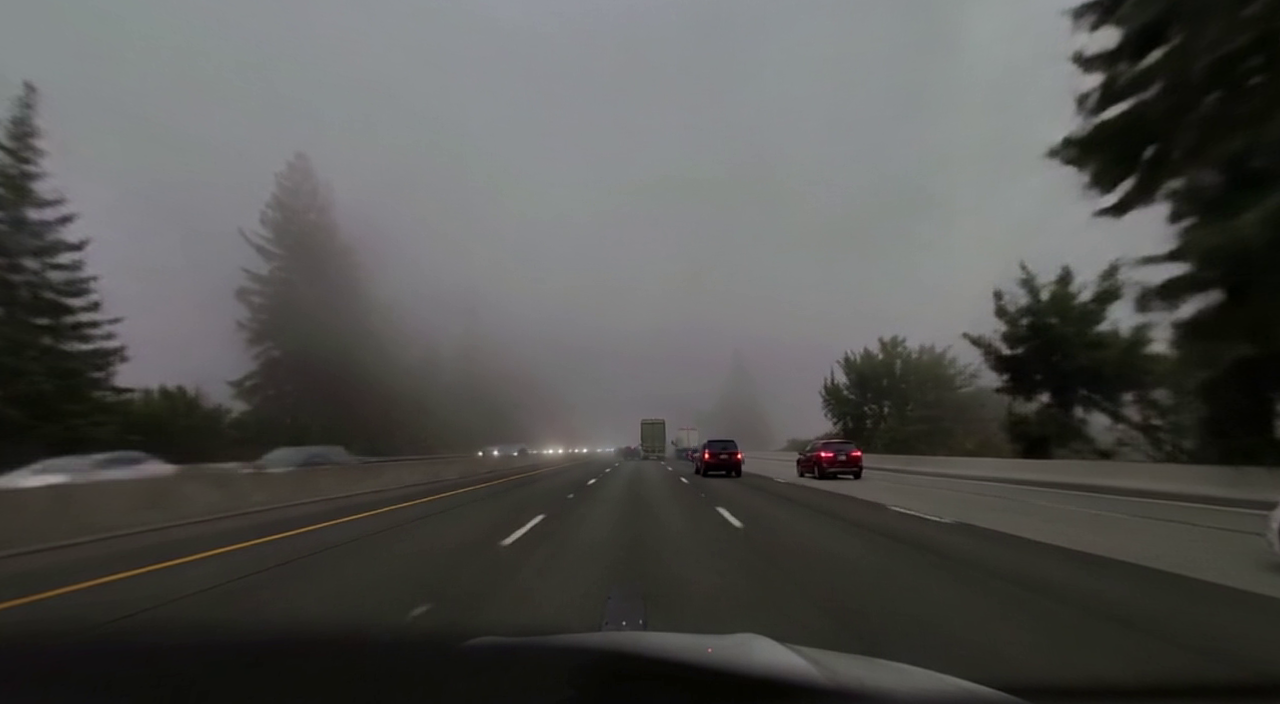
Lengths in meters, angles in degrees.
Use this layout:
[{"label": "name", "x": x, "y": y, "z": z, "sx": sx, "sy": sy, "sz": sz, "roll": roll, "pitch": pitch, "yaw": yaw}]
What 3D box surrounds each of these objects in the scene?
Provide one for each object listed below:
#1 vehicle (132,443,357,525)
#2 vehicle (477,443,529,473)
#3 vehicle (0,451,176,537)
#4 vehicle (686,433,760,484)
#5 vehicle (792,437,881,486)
[{"label": "vehicle", "x": -8.422, "y": 2.802, "z": 14.104, "sx": 1.958, "sy": 1.503, "sz": 4.671, "roll": 0, "pitch": -9, "yaw": 1}, {"label": "vehicle", "x": -7.816, "y": 6.068, "z": 36.379, "sx": 1.942, "sy": 1.600, "sz": 4.288, "roll": 0, "pitch": -8, "yaw": 1}, {"label": "vehicle", "x": -12.197, "y": 2.814, "z": 13.141, "sx": 1.878, "sy": 1.459, "sz": 4.194, "roll": 0, "pitch": -9, "yaw": -1}, {"label": "vehicle", "x": 3.227, "y": 4.253, "z": 25.501, "sx": 2.209, "sy": 1.862, "sz": 4.717, "roll": 0, "pitch": -8, "yaw": -2}, {"label": "vehicle", "x": 7.370, "y": 4.128, "z": 24.139, "sx": 1.976, "sy": 1.703, "sz": 4.288, "roll": 0, "pitch": -8, "yaw": -1}]
